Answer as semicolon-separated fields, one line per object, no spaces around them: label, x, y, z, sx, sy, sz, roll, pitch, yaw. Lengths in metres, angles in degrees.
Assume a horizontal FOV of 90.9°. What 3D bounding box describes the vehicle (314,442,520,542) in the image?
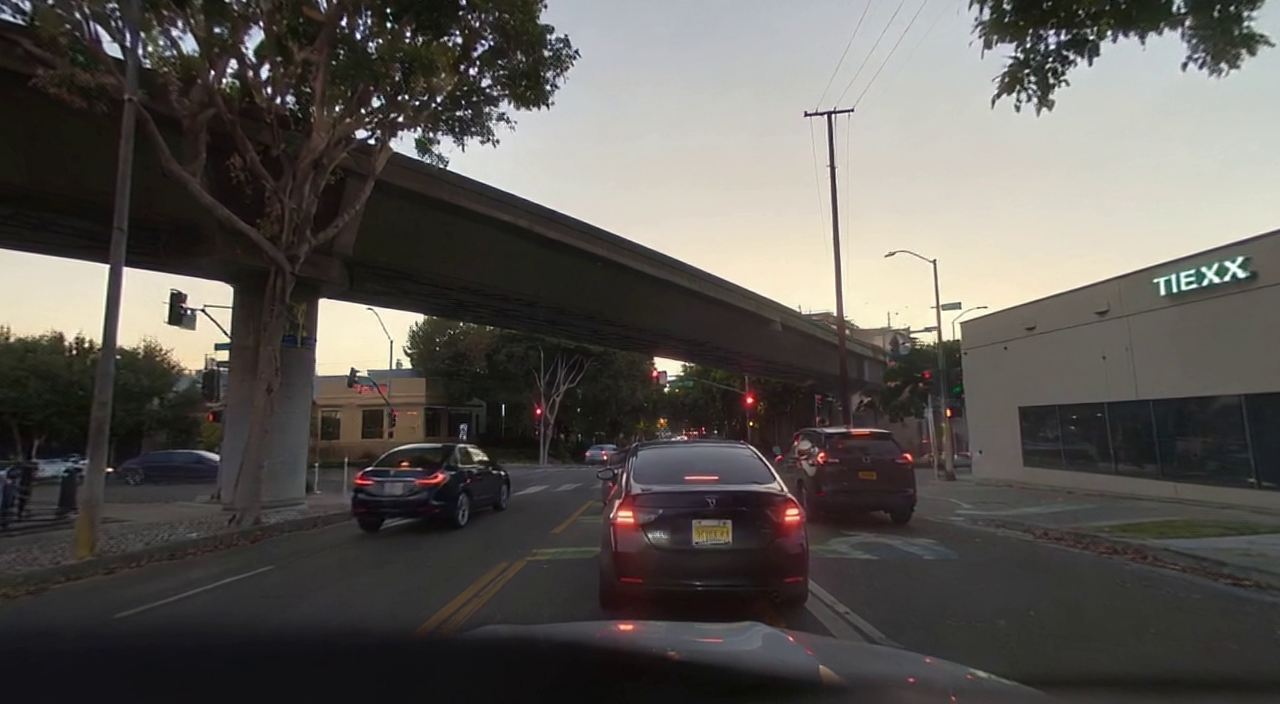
vehicle;-3.857;2.493;12.068;2.082;1.484;4.865;0;-8;1

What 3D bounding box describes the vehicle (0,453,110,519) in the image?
vehicle;-17.471;3.536;16.584;1.905;1.644;4.943;-6;-10;35

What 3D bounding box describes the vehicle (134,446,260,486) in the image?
vehicle;-20.795;5.347;29.752;4.474;1.673;2.010;0;-4;1

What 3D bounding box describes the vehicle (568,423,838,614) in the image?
vehicle;0.526;1.612;7.089;2.101;1.467;4.210;0;-8;1

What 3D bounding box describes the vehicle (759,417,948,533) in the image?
vehicle;3.756;2.247;12.113;2.062;1.781;4.488;0;-8;0
